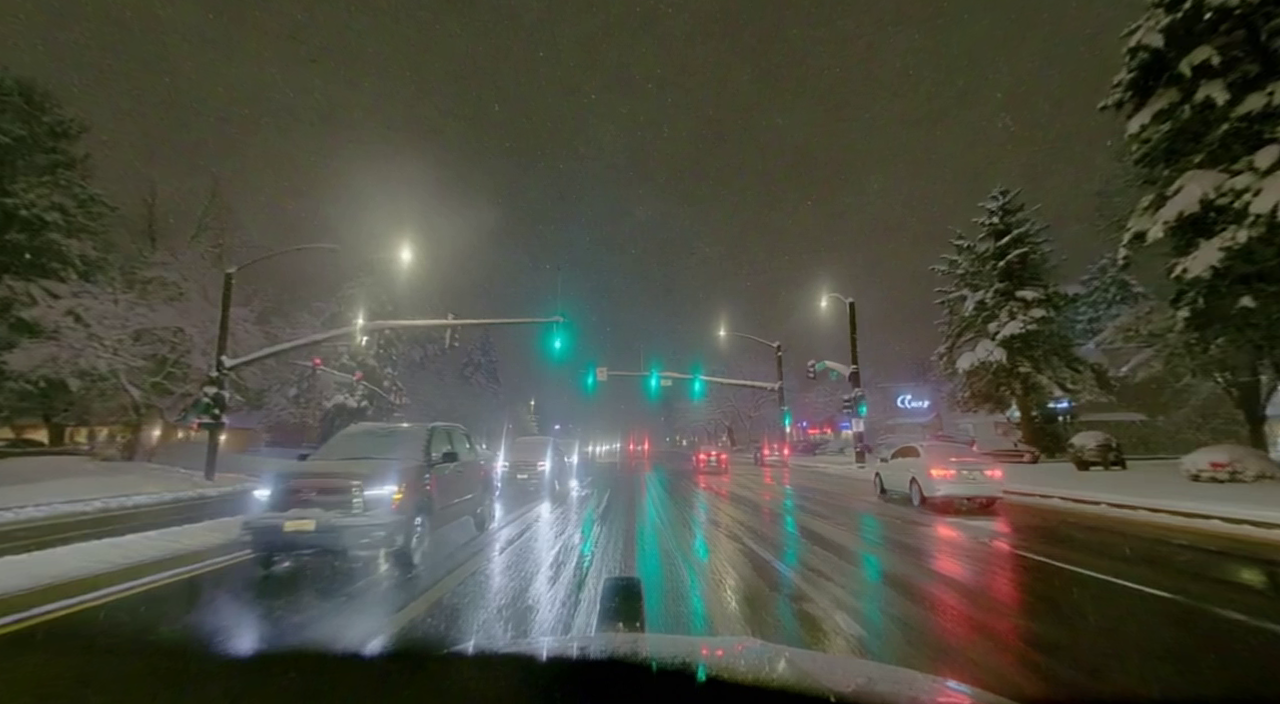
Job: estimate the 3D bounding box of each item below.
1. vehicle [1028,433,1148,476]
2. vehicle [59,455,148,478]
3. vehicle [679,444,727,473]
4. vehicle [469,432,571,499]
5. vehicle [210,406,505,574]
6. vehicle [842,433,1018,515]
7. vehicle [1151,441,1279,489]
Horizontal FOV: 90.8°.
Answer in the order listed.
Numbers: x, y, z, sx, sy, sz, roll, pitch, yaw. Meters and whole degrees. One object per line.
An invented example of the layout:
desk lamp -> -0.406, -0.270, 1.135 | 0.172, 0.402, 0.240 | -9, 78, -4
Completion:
vehicle -> 19.396, 4.388, 27.325 | 4.688, 1.713, 2.308 | 5, -10, -29
vehicle -> -35.991, 7.678, 42.445 | 4.178, 1.449, 1.875 | 0, -8, -3
vehicle -> 3.389, 5.775, 34.579 | 2.099, 1.463, 4.365 | 0, -8, -1
vehicle -> -3.384, 3.313, 18.837 | 2.118, 1.721, 4.464 | 0, -8, 1
vehicle -> -3.569, 1.840, 9.235 | 2.189, 1.808, 4.563 | 0, -8, 0
vehicle -> 6.706, 2.845, 15.317 | 2.002, 1.651, 4.647 | 0, -8, 0
vehicle -> 19.354, 3.698, 21.035 | 4.230, 1.441, 1.935 | 4, -9, -26
